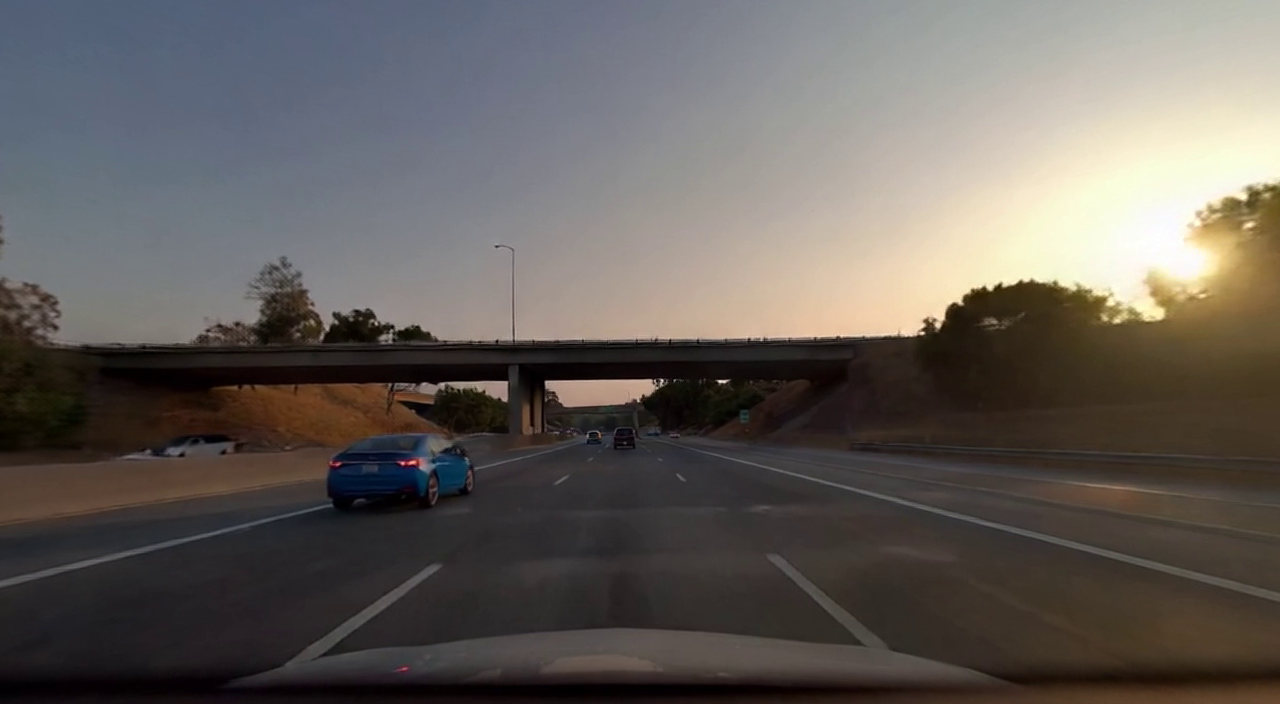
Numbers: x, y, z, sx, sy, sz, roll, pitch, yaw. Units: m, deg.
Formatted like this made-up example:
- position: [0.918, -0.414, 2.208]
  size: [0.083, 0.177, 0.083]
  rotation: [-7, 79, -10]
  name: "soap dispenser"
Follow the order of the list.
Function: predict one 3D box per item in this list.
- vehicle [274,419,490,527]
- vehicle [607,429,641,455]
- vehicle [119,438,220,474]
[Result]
- position: [-4.275, 2.052, 11.394]
  size: [2.017, 1.537, 4.496]
  rotation: [0, -8, 0]
  name: "vehicle"
- position: [-1.026, 5.890, 41.299]
  size: [2.116, 1.625, 4.004]
  rotation: [0, -8, 0]
  name: "vehicle"
- position: [-28.346, 6.242, 38.161]
  size: [2.072, 1.947, 5.220]
  rotation: [0, -8, 0]
  name: "vehicle"
